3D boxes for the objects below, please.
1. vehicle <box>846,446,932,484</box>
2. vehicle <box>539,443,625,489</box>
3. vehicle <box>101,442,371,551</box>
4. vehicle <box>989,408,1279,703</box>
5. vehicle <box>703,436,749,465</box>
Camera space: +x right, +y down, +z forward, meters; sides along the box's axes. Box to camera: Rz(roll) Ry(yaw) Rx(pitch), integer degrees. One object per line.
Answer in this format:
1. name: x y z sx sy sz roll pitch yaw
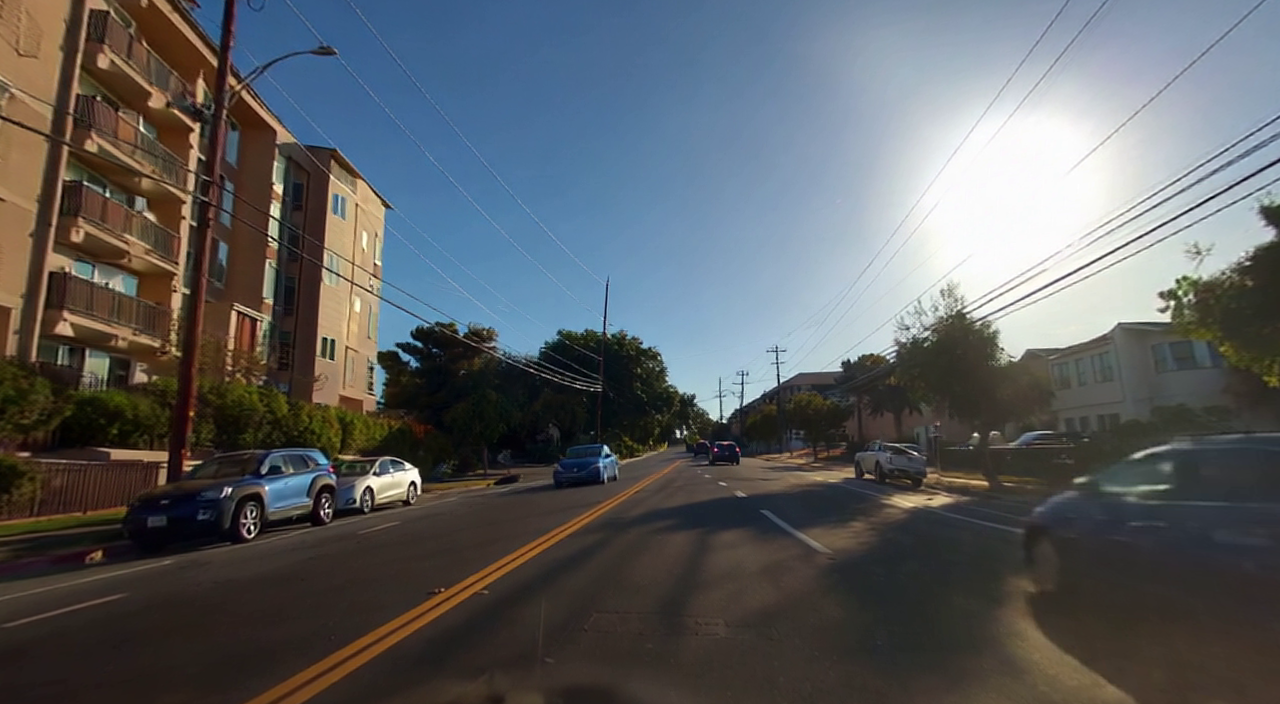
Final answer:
1. vehicle: 10.519 4.775 26.939 1.935 1.478 4.711 -1 -8 3
2. vehicle: -1.920 3.991 22.390 2.155 1.436 4.501 -1 -8 7
3. vehicle: -7.907 2.812 13.082 2.381 1.825 4.652 -1 -8 2
4. vehicle: 4.138 1.090 3.462 2.052 1.506 4.432 -1 -8 3
5. vehicle: 5.464 6.355 40.560 2.306 1.719 4.805 0 -8 1
